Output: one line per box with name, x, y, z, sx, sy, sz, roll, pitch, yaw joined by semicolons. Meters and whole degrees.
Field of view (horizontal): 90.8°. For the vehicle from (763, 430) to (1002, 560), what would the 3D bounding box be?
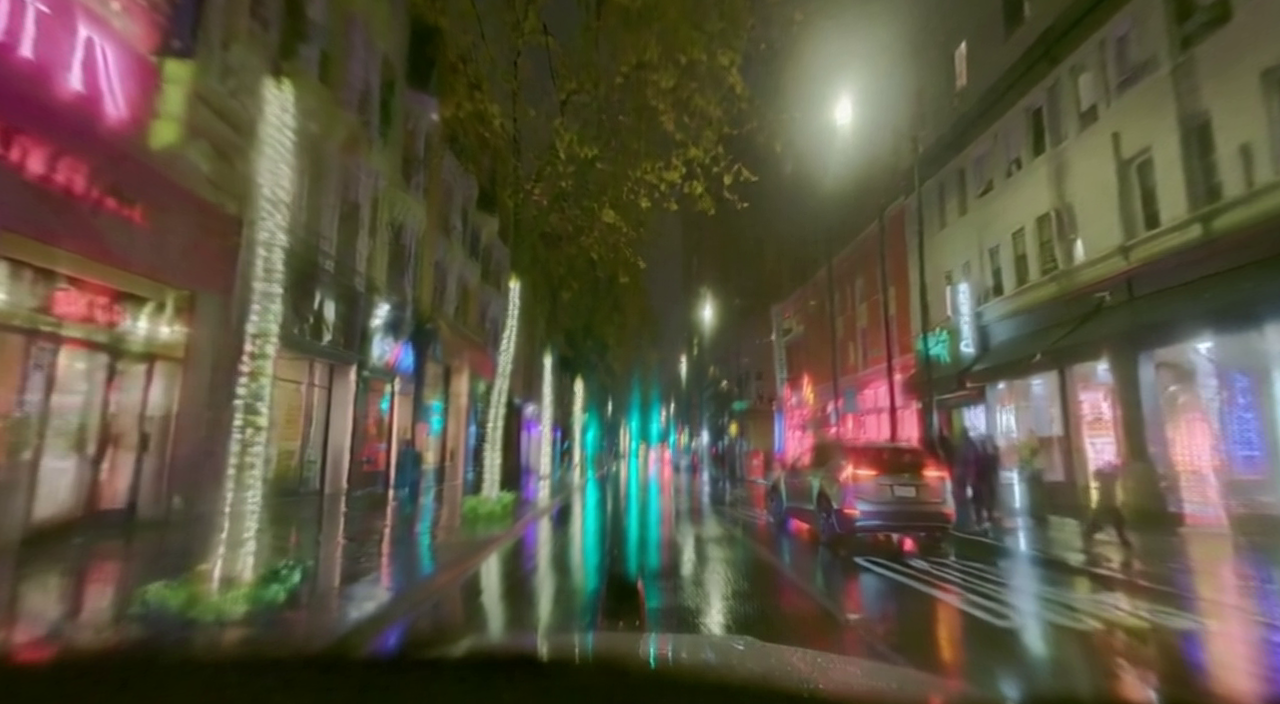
vehicle;3.394;2.072;9.953;1.971;1.559;4.326;0;-8;-1
